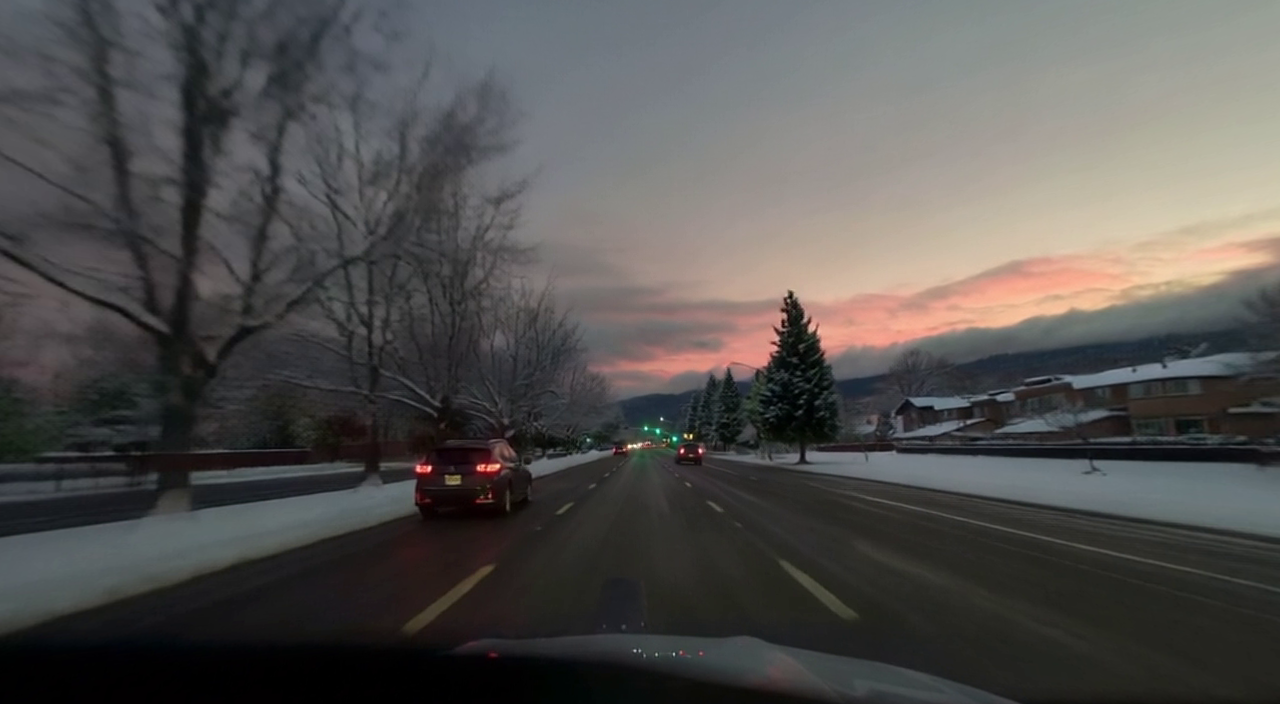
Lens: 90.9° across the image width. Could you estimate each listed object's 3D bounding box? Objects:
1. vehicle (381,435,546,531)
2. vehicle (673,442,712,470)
[{"bbox_3d":[-3.193,2.455,12.471,1.966,1.524,4.410,0,-8,0],"label":"vehicle"},{"bbox_3d":[3.432,6.903,42.088,2.114,1.780,4.445,0,-8,-1],"label":"vehicle"}]
